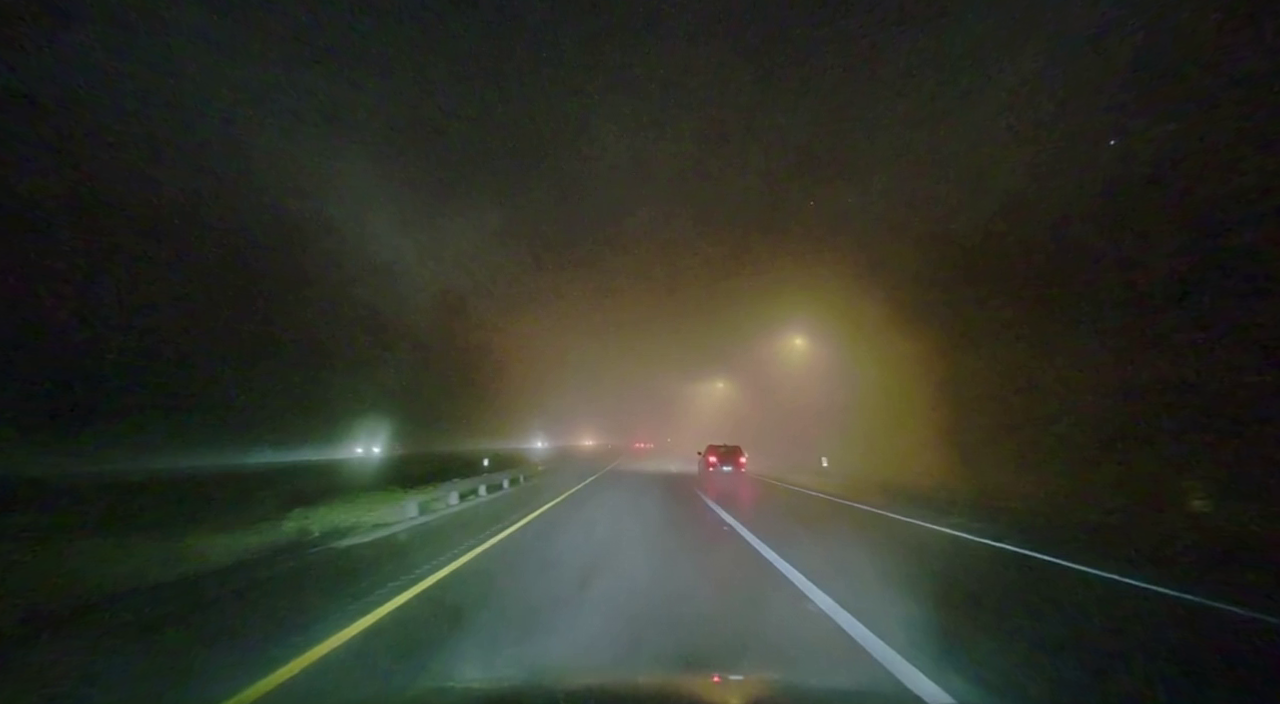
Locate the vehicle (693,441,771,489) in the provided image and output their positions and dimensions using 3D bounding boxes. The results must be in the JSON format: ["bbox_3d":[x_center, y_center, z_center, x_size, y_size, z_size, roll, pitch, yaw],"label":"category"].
[{"bbox_3d":[3.065,3.863,21.977,1.991,1.475,4.302,0,-8,-1],"label":"vehicle"}]
